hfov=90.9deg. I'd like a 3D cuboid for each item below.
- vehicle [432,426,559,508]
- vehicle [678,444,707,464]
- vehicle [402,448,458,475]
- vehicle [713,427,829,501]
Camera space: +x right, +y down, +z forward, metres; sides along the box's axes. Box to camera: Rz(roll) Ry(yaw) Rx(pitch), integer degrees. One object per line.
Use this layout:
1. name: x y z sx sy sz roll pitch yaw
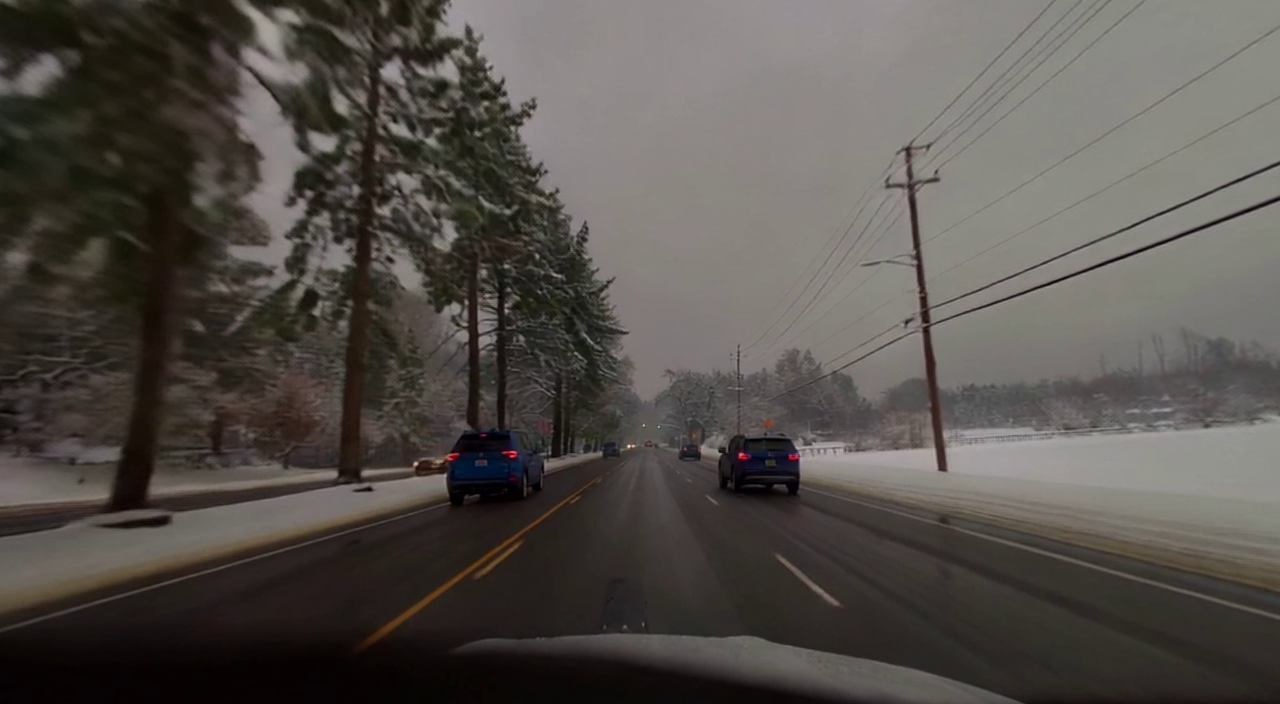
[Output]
1. vehicle: -3.463 2.872 16.136 2.104 1.785 4.494 0 -9 1
2. vehicle: 4.058 7.904 49.159 1.906 1.468 4.422 0 -9 0
3. vehicle: -13.478 7.034 40.745 1.961 1.655 4.491 0 -9 1
4. vehicle: 3.402 3.031 17.426 2.182 1.744 4.464 0 -9 -1
